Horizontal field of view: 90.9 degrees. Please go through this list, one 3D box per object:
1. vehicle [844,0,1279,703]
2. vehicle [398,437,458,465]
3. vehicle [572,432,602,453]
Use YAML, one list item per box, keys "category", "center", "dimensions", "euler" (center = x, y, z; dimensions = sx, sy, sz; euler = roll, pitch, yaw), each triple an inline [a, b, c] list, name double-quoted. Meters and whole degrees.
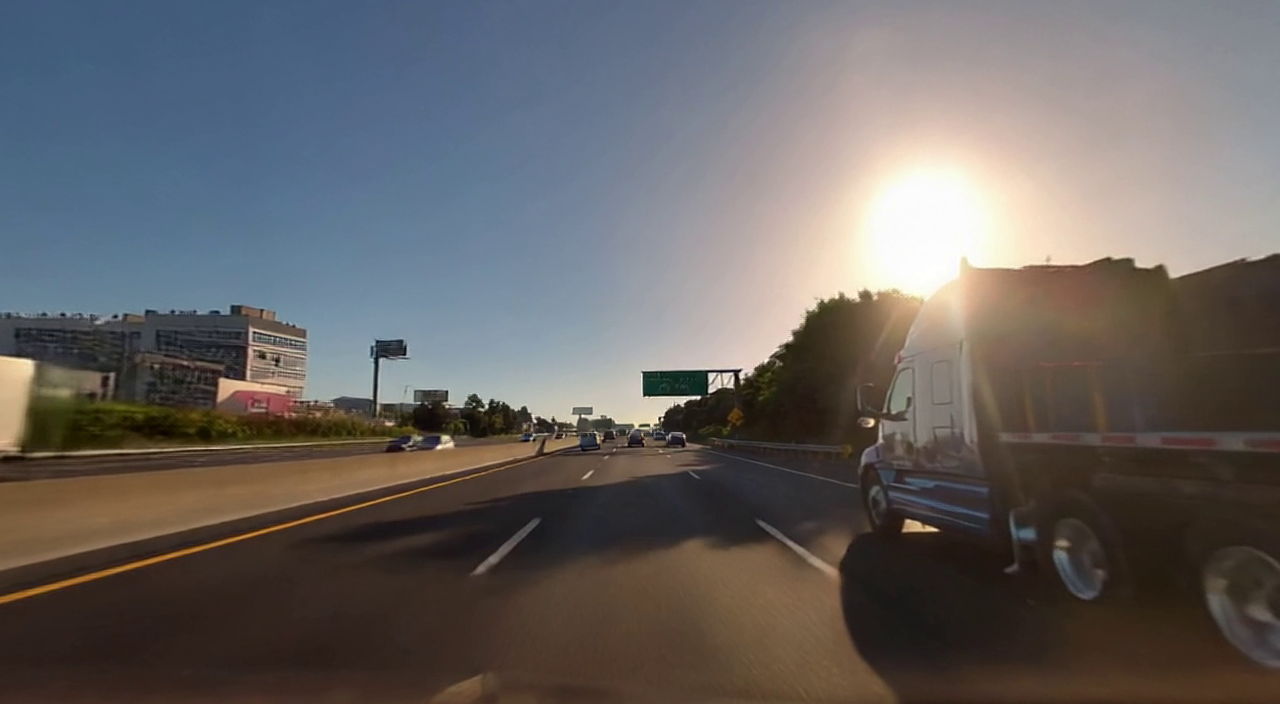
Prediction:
- category: "vehicle"
  center: [3.761, -0.055, 3.564]
  dimensions: [3.027, 3.796, 6.035]
  euler: [0, -8, -1]
- category: "vehicle"
  center: [-12.285, 5.737, 36.753]
  dimensions: [1.910, 1.478, 4.655]
  euler: [0, -8, 0]
- category: "vehicle"
  center: [-3.909, 6.709, 46.773]
  dimensions: [1.930, 1.484, 3.849]
  euler: [0, -8, -1]
